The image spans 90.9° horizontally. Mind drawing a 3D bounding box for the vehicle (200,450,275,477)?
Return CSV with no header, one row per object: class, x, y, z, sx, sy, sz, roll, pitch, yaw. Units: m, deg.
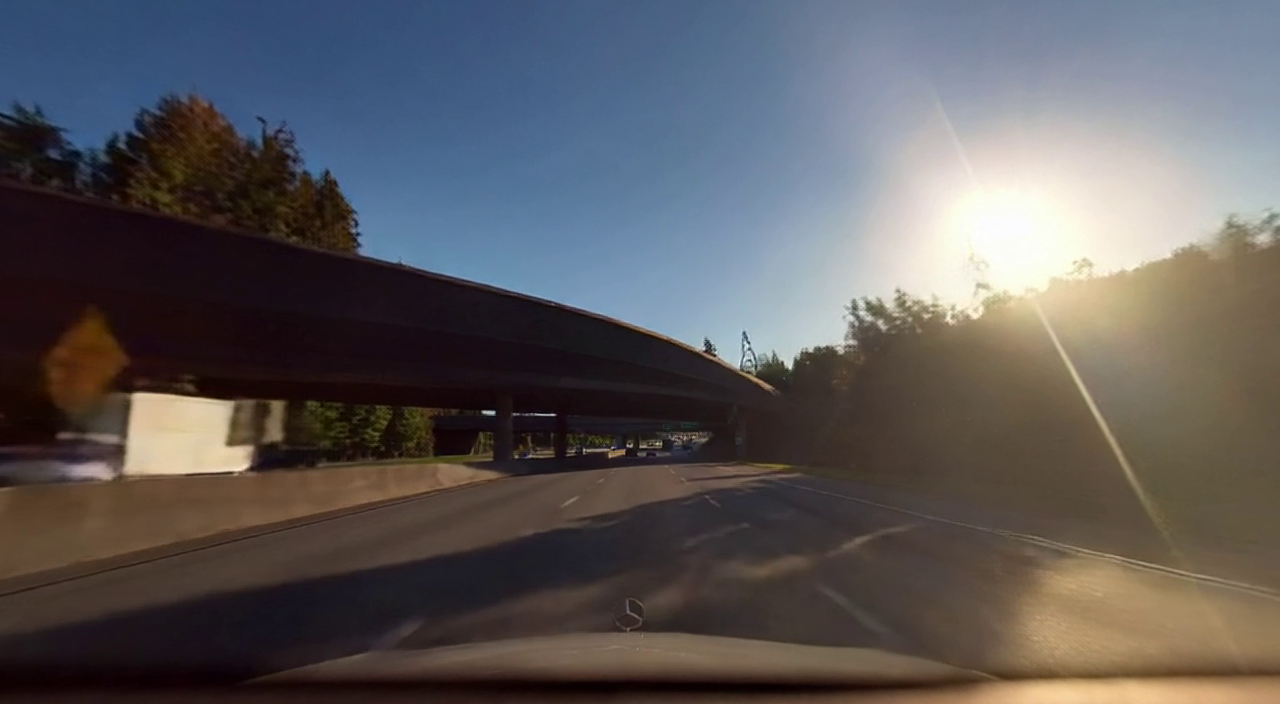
vehicle,-25.726,7.134,40.461,1.909,1.600,4.553,0,-9,-2
